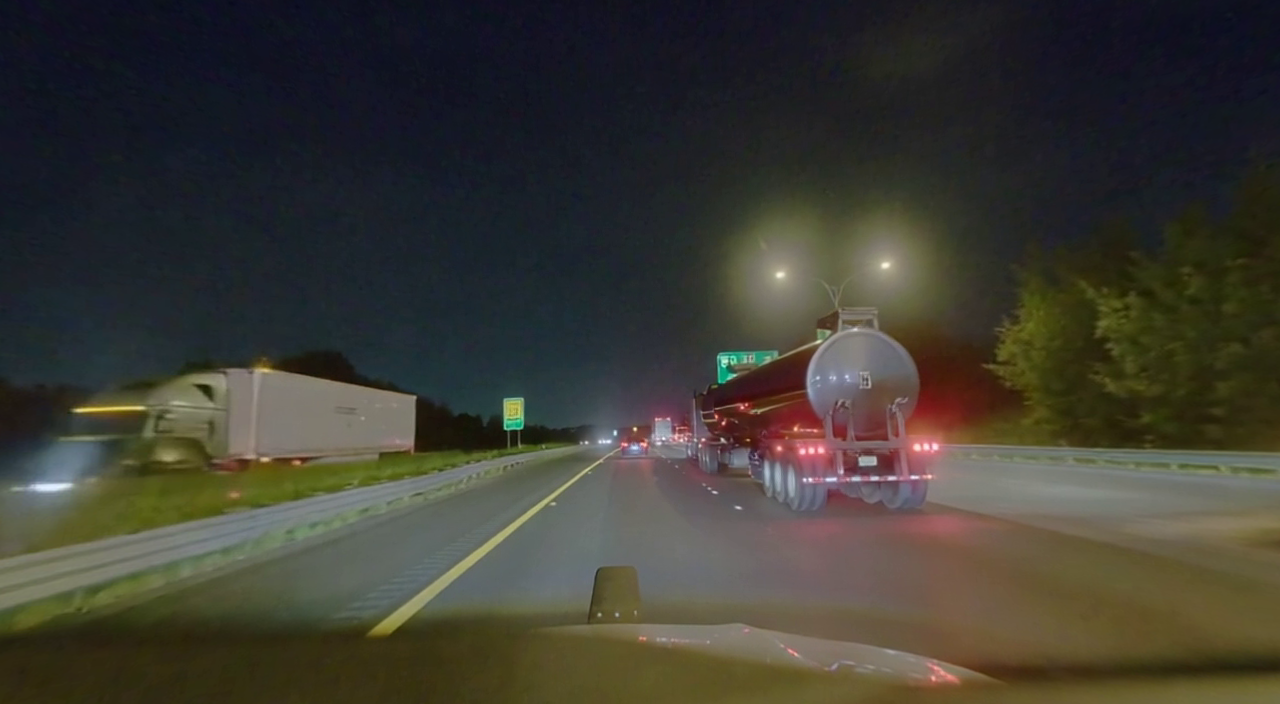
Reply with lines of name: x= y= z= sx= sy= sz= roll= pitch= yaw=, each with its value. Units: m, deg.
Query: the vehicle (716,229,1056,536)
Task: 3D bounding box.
vehicle: x=3.627 y=0.946 z=12.613 sx=2.826 sy=3.905 sz=9.262 roll=0 pitch=-8 yaw=-1

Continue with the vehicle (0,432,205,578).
vehicle: x=-8.565 y=1.973 z=8.669 sx=1.991 sy=1.712 sz=4.495 roll=0 pitch=-8 yaw=-1

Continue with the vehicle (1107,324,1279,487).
vehicle: x=17.222 y=1.357 z=15.905 sx=2.722 sy=4.038 sz=8.781 roll=2 pitch=-8 yaw=-13

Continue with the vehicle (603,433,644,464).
vehicle: x=-0.852 y=4.990 z=32.727 sx=2.000 sy=1.510 sz=3.518 roll=0 pitch=-8 yaw=-1

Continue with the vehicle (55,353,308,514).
vehicle: x=-12.996 y=2.403 z=18.744 sx=3.003 sy=4.019 sz=5.876 roll=0 pitch=-8 yaw=-1
